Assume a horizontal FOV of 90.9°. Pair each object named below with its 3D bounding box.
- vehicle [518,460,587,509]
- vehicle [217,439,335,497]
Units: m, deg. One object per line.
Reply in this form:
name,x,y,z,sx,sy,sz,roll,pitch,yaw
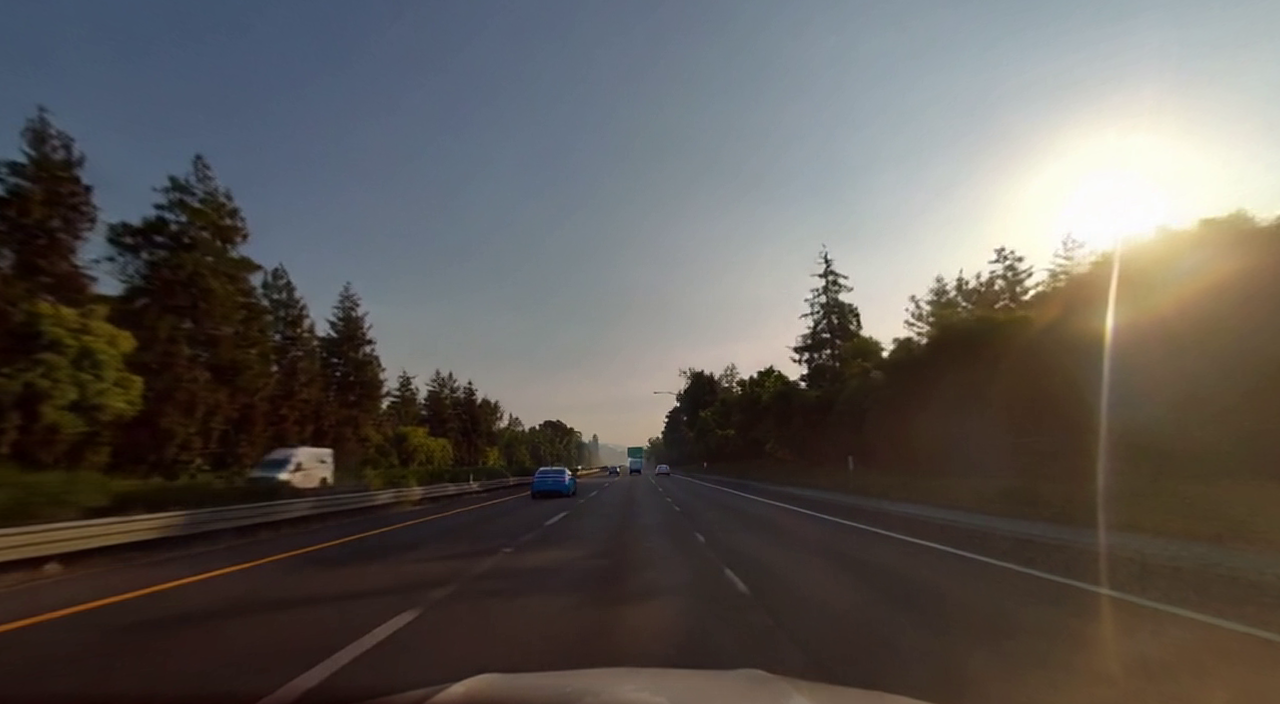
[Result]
vehicle,-2.983,4.638,22.324,1.797,1.532,4.072,1,-10,1
vehicle,-19.369,6.287,34.054,2.562,2.777,6.237,-1,-11,0
